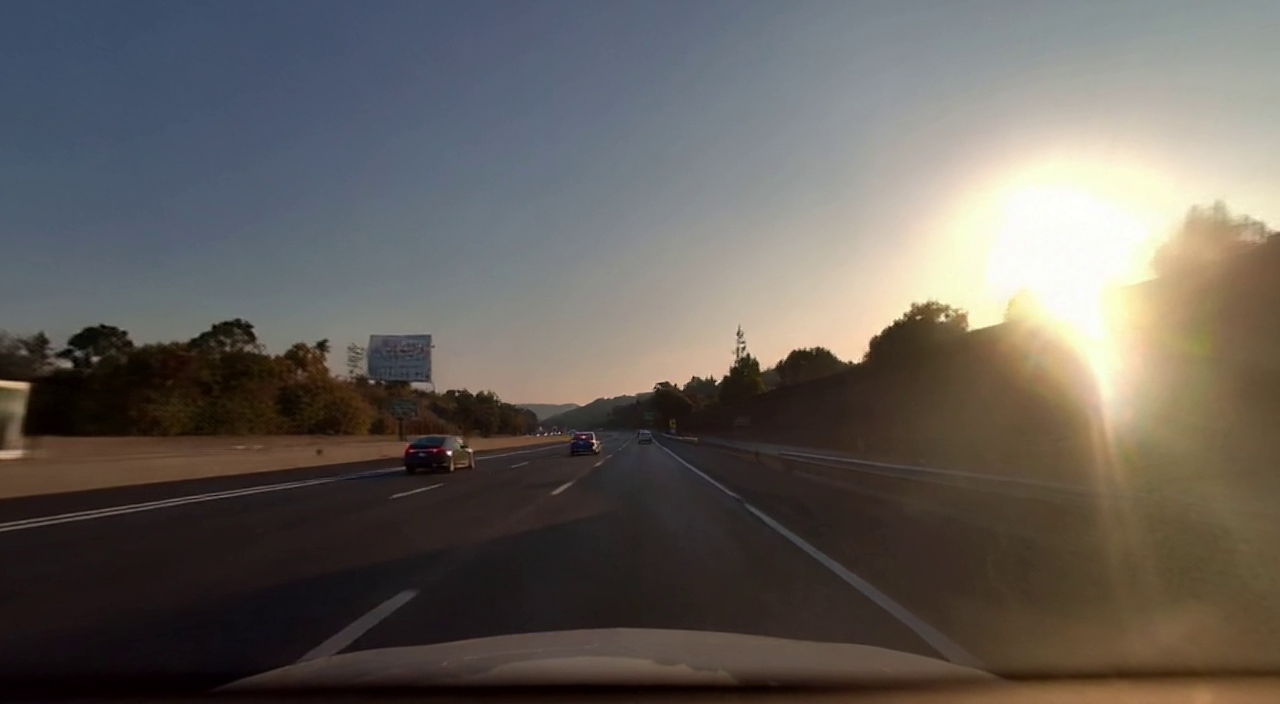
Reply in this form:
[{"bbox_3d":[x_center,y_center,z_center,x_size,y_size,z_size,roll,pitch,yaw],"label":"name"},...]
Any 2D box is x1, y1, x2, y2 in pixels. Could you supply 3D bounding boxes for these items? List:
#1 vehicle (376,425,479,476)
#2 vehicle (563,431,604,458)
[{"bbox_3d":[-7.425,3.491,22.524,2.113,1.632,4.409,0,-8,1],"label":"vehicle"},{"bbox_3d":[-3.423,5.687,38.995,2.064,1.571,4.225,0,-8,1],"label":"vehicle"}]
